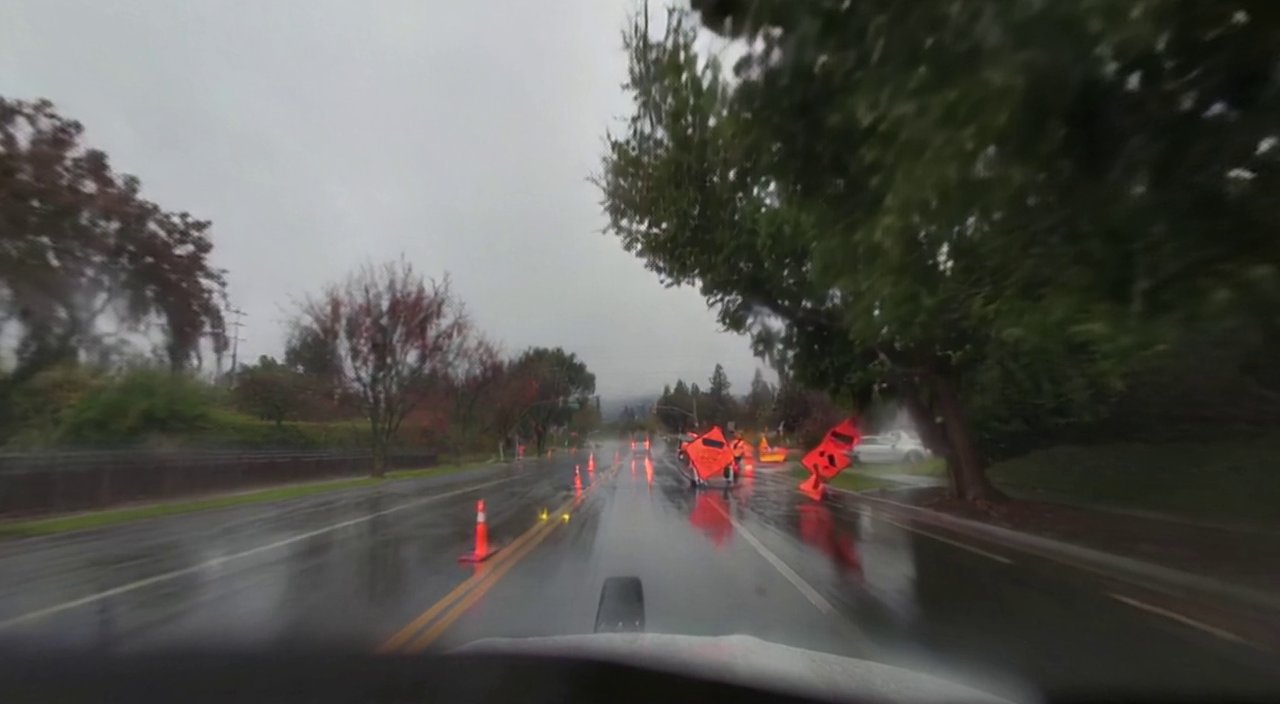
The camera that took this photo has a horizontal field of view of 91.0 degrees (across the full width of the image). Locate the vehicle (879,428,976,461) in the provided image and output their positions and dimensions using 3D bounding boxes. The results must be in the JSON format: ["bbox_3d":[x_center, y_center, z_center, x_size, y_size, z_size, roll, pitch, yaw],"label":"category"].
[{"bbox_3d":[15.622,5.046,34.313,4.302,1.736,1.932,0,-8,-2],"label":"vehicle"}]

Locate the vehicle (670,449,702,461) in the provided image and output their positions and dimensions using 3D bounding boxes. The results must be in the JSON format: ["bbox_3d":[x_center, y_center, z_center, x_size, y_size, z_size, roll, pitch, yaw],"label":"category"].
[{"bbox_3d":[3.415,7.744,47.494,2.123,0.883,3.024,0,-9,-1],"label":"vehicle"}]

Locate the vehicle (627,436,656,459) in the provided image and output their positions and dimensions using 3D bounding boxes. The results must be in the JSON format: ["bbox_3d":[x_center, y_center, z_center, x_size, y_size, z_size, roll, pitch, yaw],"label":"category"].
[{"bbox_3d":[0.102,7.490,49.305,2.151,1.708,4.084,0,-9,0],"label":"vehicle"}]

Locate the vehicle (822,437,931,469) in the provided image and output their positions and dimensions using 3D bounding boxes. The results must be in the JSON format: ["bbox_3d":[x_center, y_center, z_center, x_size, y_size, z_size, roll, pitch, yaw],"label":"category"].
[{"bbox_3d":[11.232,4.824,30.117,4.463,1.466,1.813,-1,-9,4],"label":"vehicle"}]
